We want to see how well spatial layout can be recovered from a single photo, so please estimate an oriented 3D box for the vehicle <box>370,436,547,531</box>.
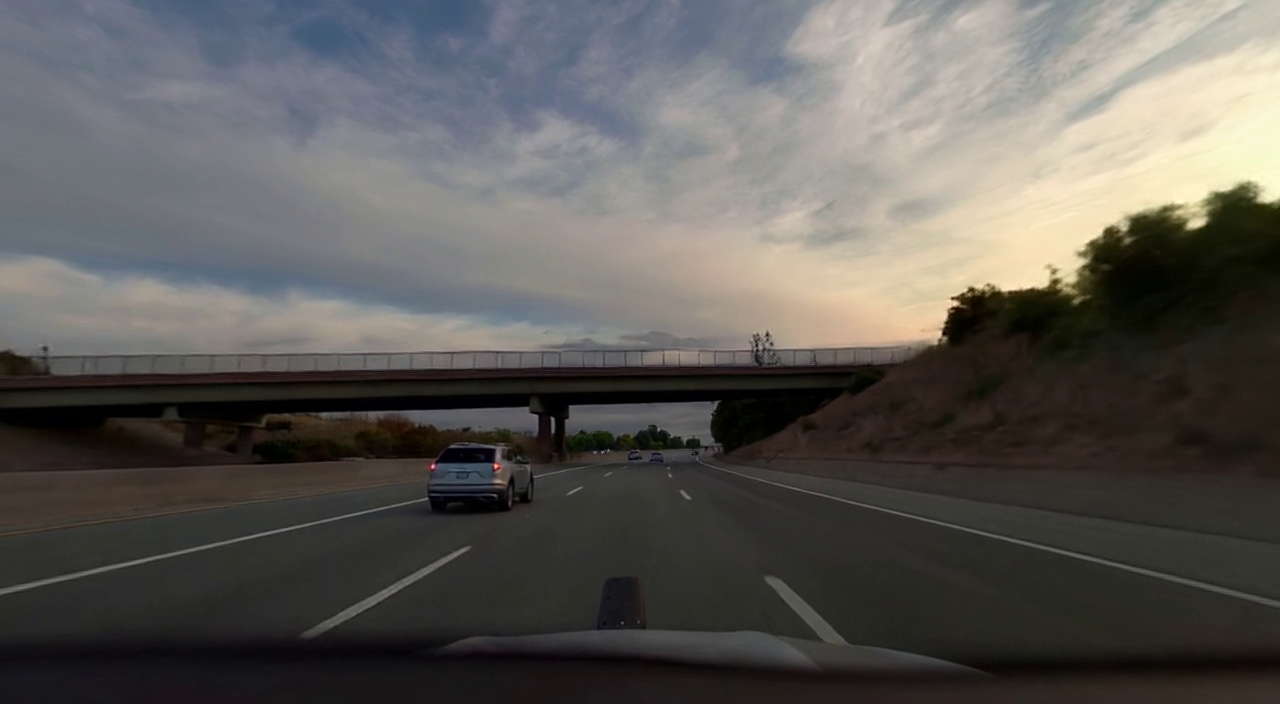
[{"bbox_3d":[-3.514,2.667,13.411,2.274,1.628,4.807,0,-9,1],"label":"vehicle"}]
